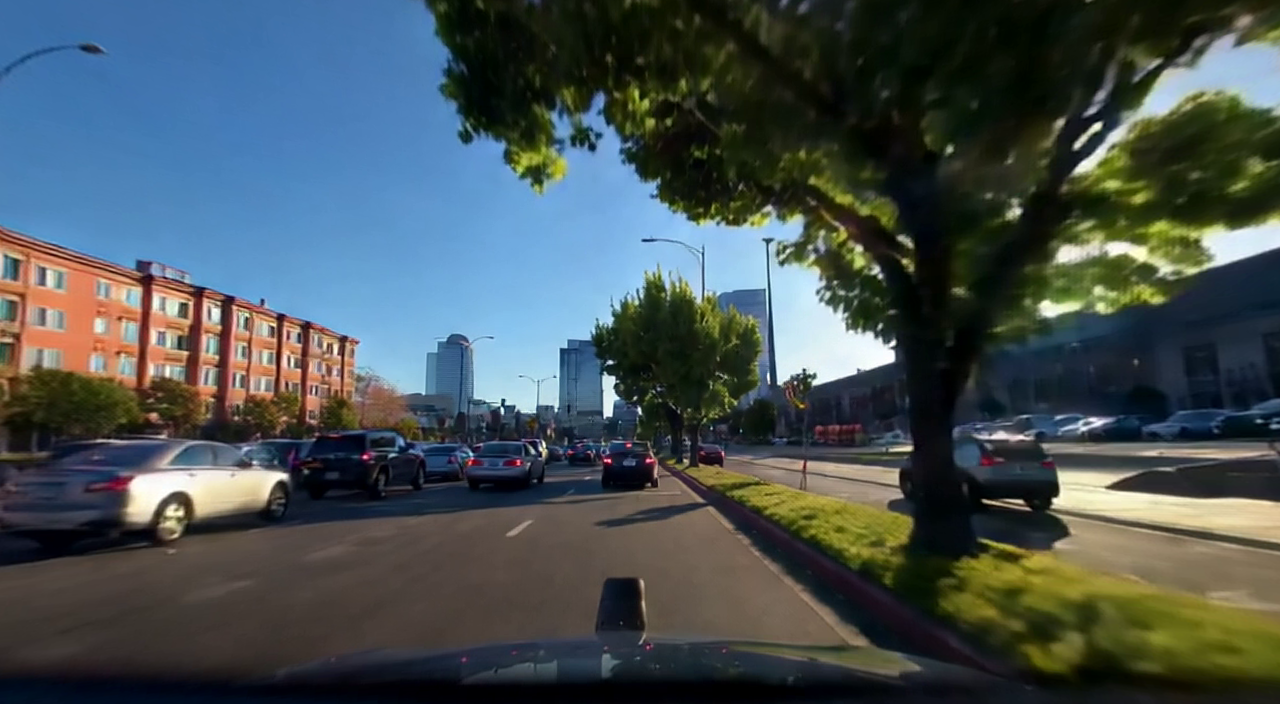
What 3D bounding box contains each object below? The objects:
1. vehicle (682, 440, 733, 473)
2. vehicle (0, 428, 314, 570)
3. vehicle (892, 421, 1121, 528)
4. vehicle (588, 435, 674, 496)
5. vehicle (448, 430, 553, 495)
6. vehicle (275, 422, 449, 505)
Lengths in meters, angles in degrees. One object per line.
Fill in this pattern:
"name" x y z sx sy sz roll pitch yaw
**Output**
"vehicle" 3.255 5.131 31.130 1.905 1.473 4.183 0 -9 -2
"vehicle" -6.837 1.918 9.100 1.877 1.493 4.624 0 -9 -1
"vehicle" 6.683 2.266 12.194 1.889 1.681 4.120 0 -9 0
"vehicle" -0.250 3.177 18.022 2.161 1.501 4.184 0 -9 0
"vehicle" -3.851 3.150 18.299 2.009 1.619 4.376 0 -9 1
"vehicle" -6.784 2.802 16.328 1.864 1.737 5.689 0 -9 1
